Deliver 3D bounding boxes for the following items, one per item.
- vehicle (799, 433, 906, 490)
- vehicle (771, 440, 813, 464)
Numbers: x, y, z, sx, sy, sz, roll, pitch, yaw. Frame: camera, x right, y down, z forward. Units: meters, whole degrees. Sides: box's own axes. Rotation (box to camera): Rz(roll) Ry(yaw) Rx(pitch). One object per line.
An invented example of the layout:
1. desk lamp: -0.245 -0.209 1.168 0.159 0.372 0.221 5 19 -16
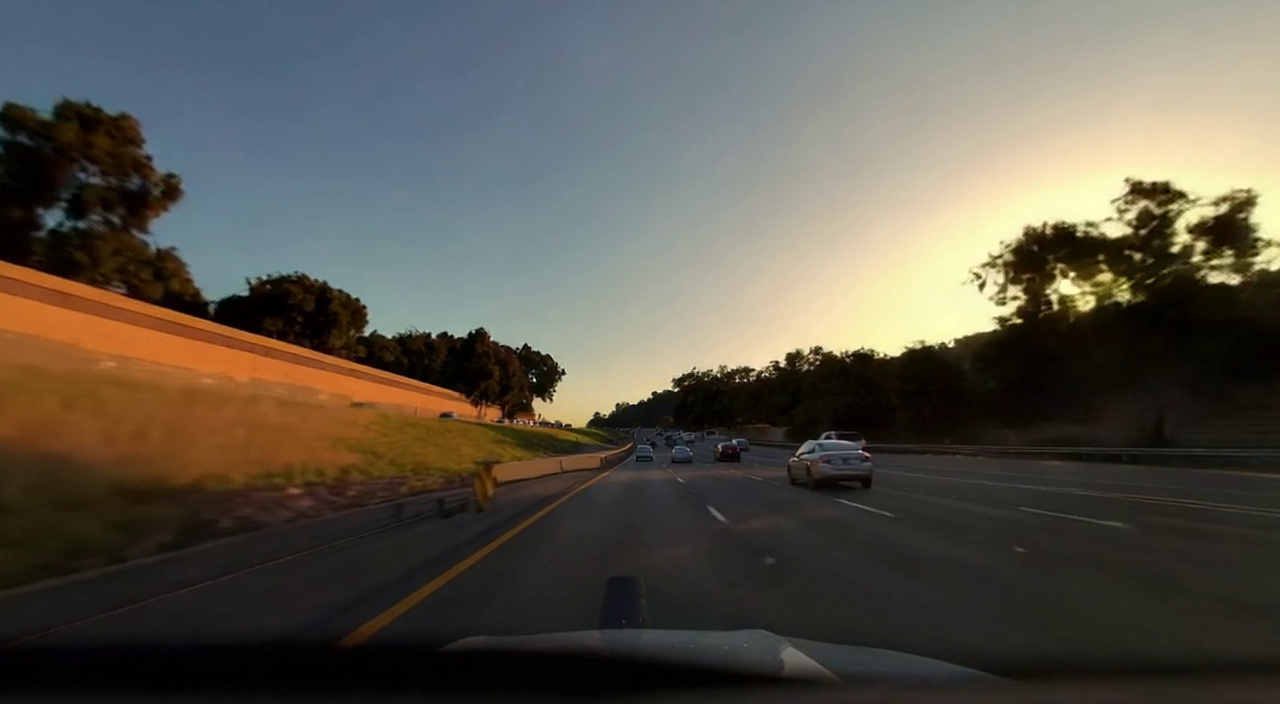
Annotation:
1. vehicle: 7.113 3.705 21.621 2.048 1.697 4.689 0 -8 0
2. vehicle: 11.054 7.277 45.958 1.986 1.644 4.126 0 -8 0
